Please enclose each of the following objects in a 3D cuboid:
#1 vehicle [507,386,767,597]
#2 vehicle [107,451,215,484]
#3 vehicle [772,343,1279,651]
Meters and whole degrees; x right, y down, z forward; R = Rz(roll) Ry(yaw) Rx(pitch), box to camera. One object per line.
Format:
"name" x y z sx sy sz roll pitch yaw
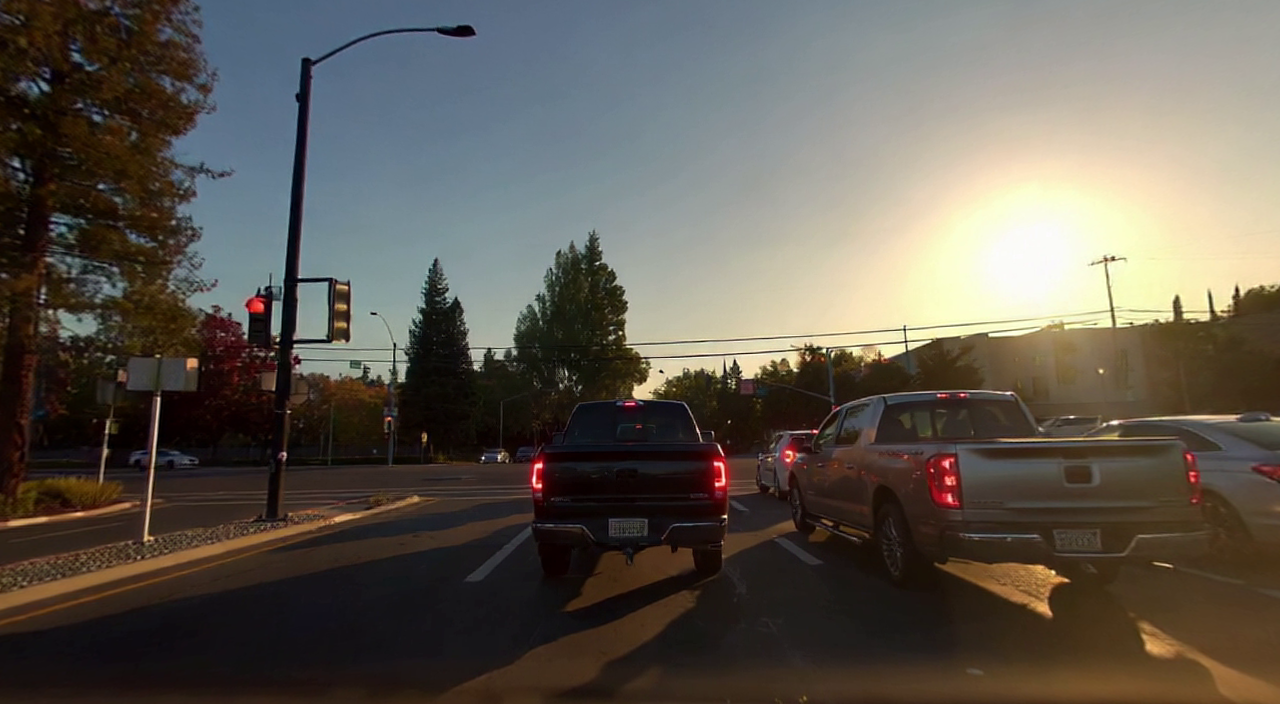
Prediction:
"vehicle" -0.069 1.579 8.055 2.240 1.821 5.001 0 -9 -1
"vehicle" -26.382 6.332 35.024 4.437 1.669 1.936 5 -10 -30
"vehicle" 3.313 1.330 6.929 2.412 1.953 5.682 0 -9 -1
